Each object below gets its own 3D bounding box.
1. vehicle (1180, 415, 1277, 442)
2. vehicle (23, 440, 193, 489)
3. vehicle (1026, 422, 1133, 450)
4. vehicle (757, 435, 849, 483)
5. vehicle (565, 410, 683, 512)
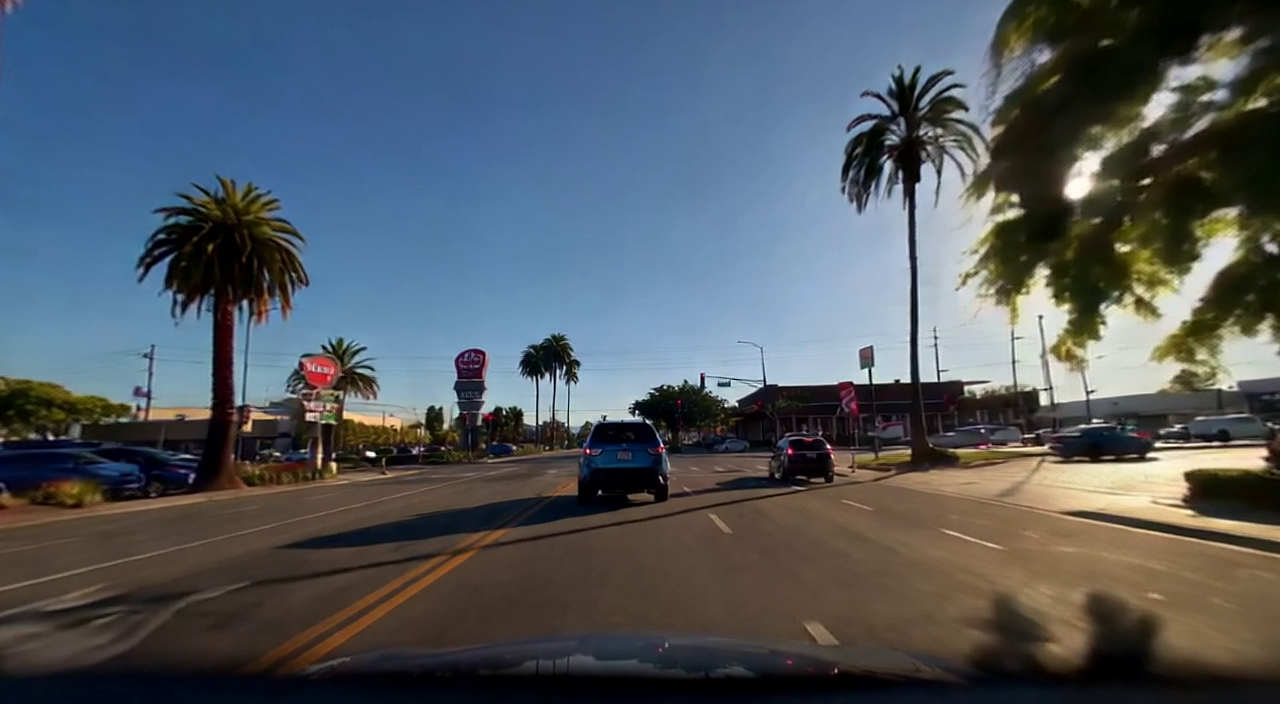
[{"bbox_3d":[44.225,5.837,47.641,4.931,1.912,1.893,-5,-10,32],"label":"vehicle"},{"bbox_3d":[-19.324,4.074,23.101,4.510,1.682,1.902,0,-8,2],"label":"vehicle"},{"bbox_3d":[29.189,5.648,42.167,5.390,1.773,2.119,-3,-9,21],"label":"vehicle"},{"bbox_3d":[5.803,3.883,23.169,2.086,1.560,4.542,0,-8,-1],"label":"vehicle"},{"bbox_3d":[-0.437,2.432,14.506,2.263,1.932,4.709,0,-8,-3],"label":"vehicle"}]
